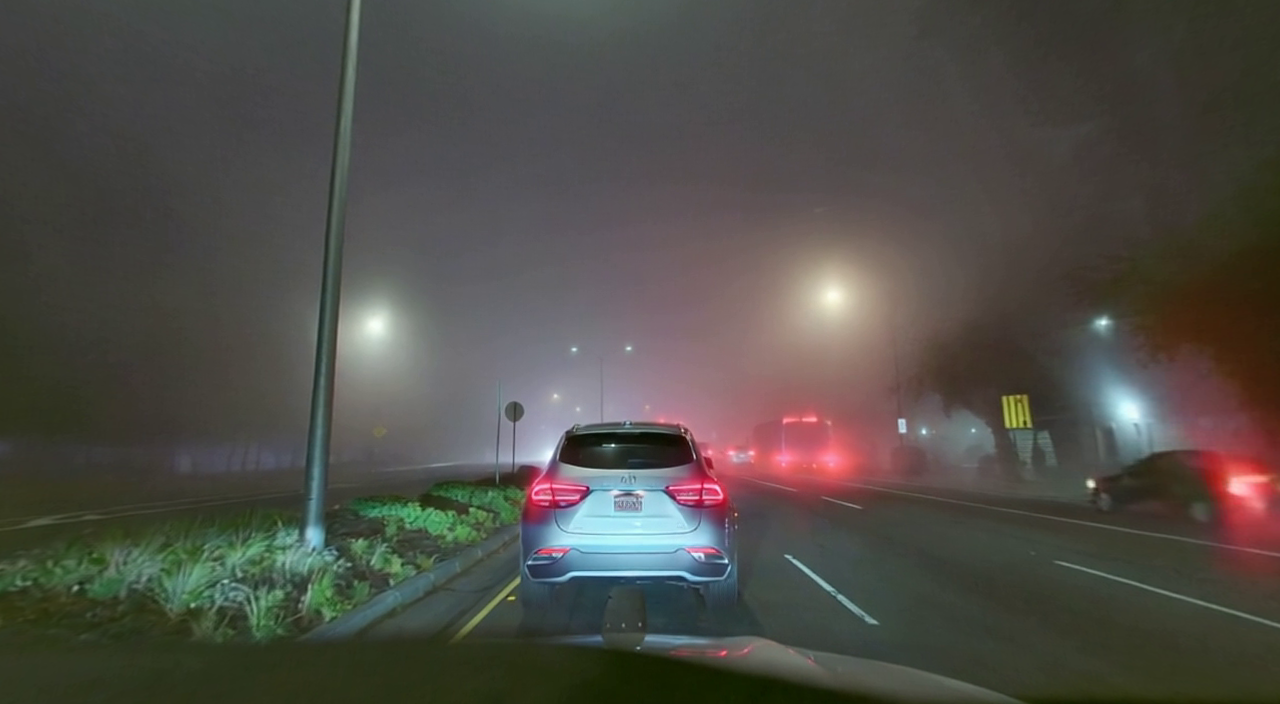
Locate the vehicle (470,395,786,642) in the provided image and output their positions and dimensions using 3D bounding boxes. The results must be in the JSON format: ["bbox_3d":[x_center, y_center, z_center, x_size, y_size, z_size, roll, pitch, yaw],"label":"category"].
[{"bbox_3d":[-0.116,1.448,6.445,2.172,1.694,4.055,0,-8,-1],"label":"vehicle"}]

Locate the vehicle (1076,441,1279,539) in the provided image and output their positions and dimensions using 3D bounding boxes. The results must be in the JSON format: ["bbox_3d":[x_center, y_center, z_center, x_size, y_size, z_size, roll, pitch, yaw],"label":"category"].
[{"bbox_3d":[11.134,2.532,12.241,1.998,1.527,4.489,0,-9,0],"label":"vehicle"}]

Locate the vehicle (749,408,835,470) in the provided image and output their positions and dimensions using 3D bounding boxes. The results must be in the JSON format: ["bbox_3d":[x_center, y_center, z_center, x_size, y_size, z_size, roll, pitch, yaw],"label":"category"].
[{"bbox_3d":[10.802,6.496,46.349,3.025,3.993,11.243,1,-9,-3],"label":"vehicle"}]
